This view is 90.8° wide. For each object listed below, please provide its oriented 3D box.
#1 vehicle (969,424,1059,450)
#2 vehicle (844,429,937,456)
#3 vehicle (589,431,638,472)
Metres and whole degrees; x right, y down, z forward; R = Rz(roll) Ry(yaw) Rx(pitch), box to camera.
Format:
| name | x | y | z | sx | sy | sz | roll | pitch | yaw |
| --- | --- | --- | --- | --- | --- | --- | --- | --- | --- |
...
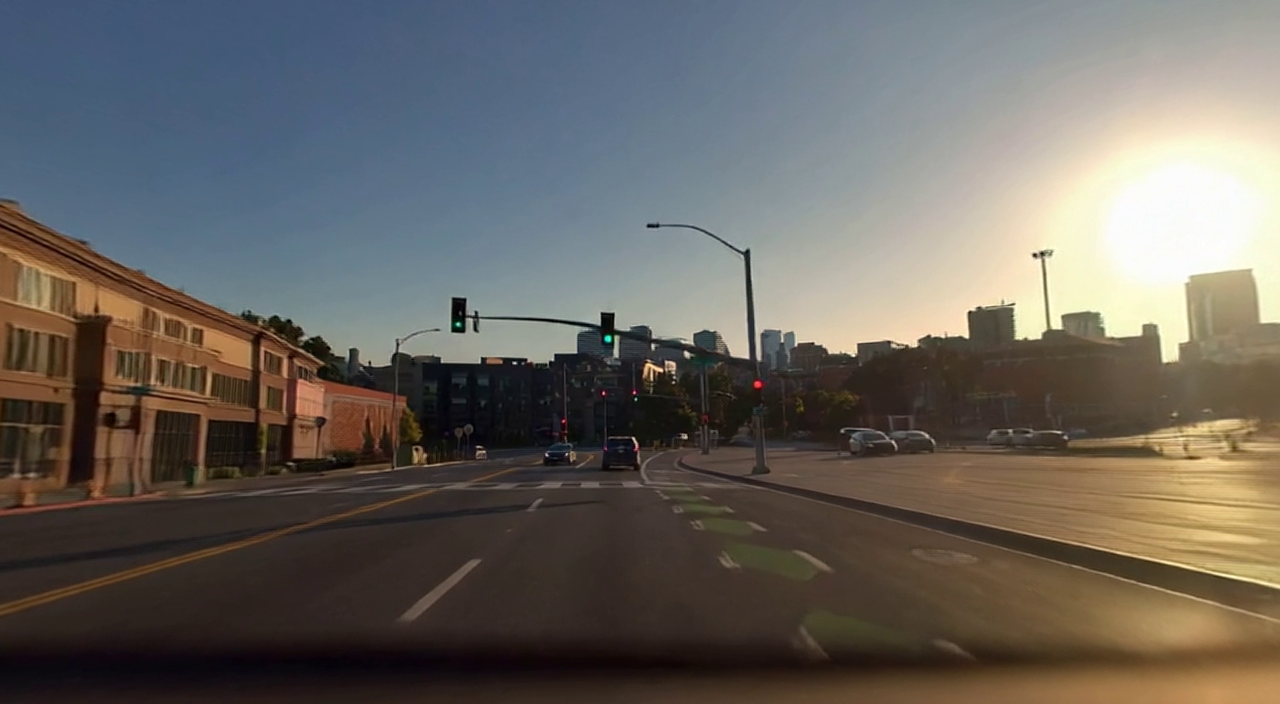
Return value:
| name | x | y | z | sx | sy | sz | roll | pitch | yaw |
| --- | --- | --- | --- | --- | --- | --- | --- | --- | --- |
| vehicle | 28.815 | 6.587 | 48.845 | 5.442 | 1.924 | 2.330 | 1 | -8 | 0 |
| vehicle | 14.093 | 5.116 | 35.685 | 4.486 | 1.494 | 1.802 | -1 | -8 | 4 |
| vehicle | -1.225 | 4.870 | 31.074 | 2.230 | 1.827 | 4.298 | 0 | -8 | 0 |
